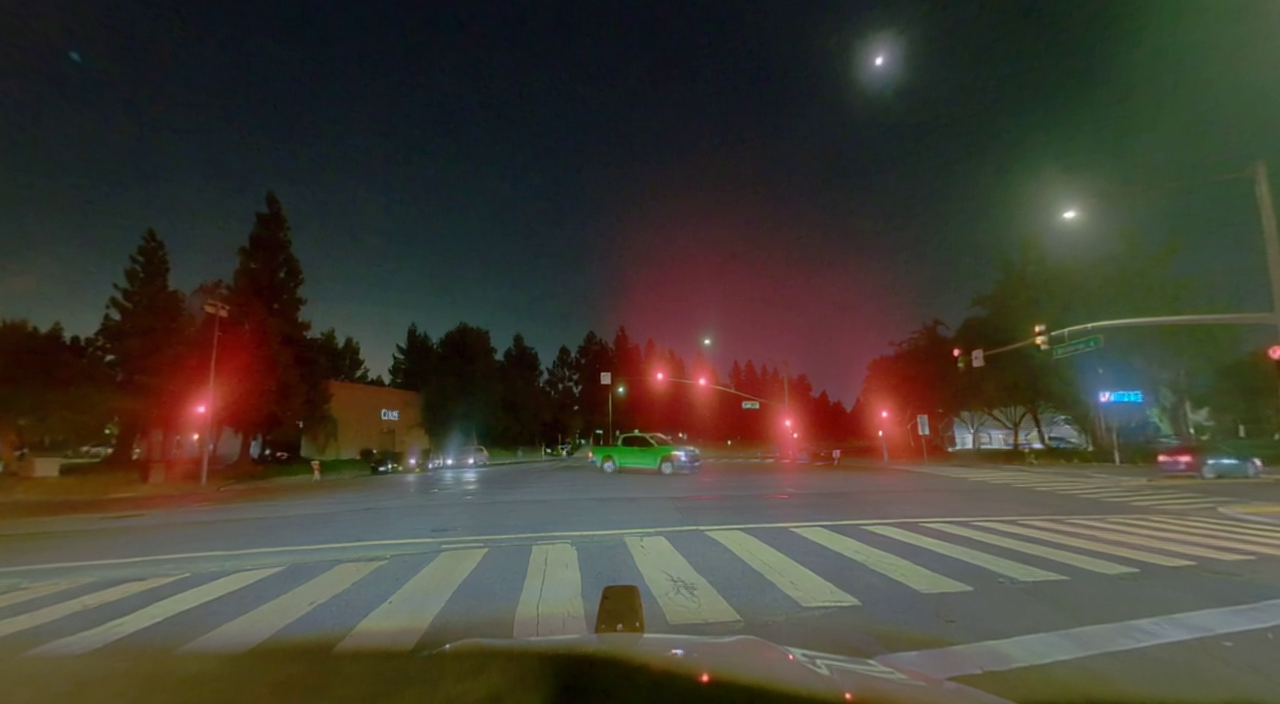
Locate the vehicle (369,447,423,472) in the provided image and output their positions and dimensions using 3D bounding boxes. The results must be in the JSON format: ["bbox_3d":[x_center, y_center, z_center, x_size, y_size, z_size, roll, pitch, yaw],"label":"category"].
[{"bbox_3d":[-16.232,7.137,42.241,1.883,1.586,4.297,0,-9,0],"label":"vehicle"}]

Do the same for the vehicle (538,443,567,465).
[{"bbox_3d":[-6.349,7.400,46.087,1.879,1.464,4.457,1,-8,-5],"label":"vehicle"}]

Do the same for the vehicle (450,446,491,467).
[{"bbox_3d":[-12.603,7.760,47.099,1.946,1.474,4.008,0,-9,0],"label":"vehicle"}]

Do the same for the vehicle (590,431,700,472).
[{"bbox_3d":[0.147,5.045,32.176,2.289,1.927,5.667,8,-12,-42],"label":"vehicle"}]

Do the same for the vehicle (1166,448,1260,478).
[{"bbox_3d":[30.316,5.805,33.379,4.658,1.478,1.946,4,-9,-26],"label":"vehicle"}]

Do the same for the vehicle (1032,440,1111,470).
[{"bbox_3d":[26.362,6.264,38.546,4.541,1.731,2.007,5,-10,-28],"label":"vehicle"}]
